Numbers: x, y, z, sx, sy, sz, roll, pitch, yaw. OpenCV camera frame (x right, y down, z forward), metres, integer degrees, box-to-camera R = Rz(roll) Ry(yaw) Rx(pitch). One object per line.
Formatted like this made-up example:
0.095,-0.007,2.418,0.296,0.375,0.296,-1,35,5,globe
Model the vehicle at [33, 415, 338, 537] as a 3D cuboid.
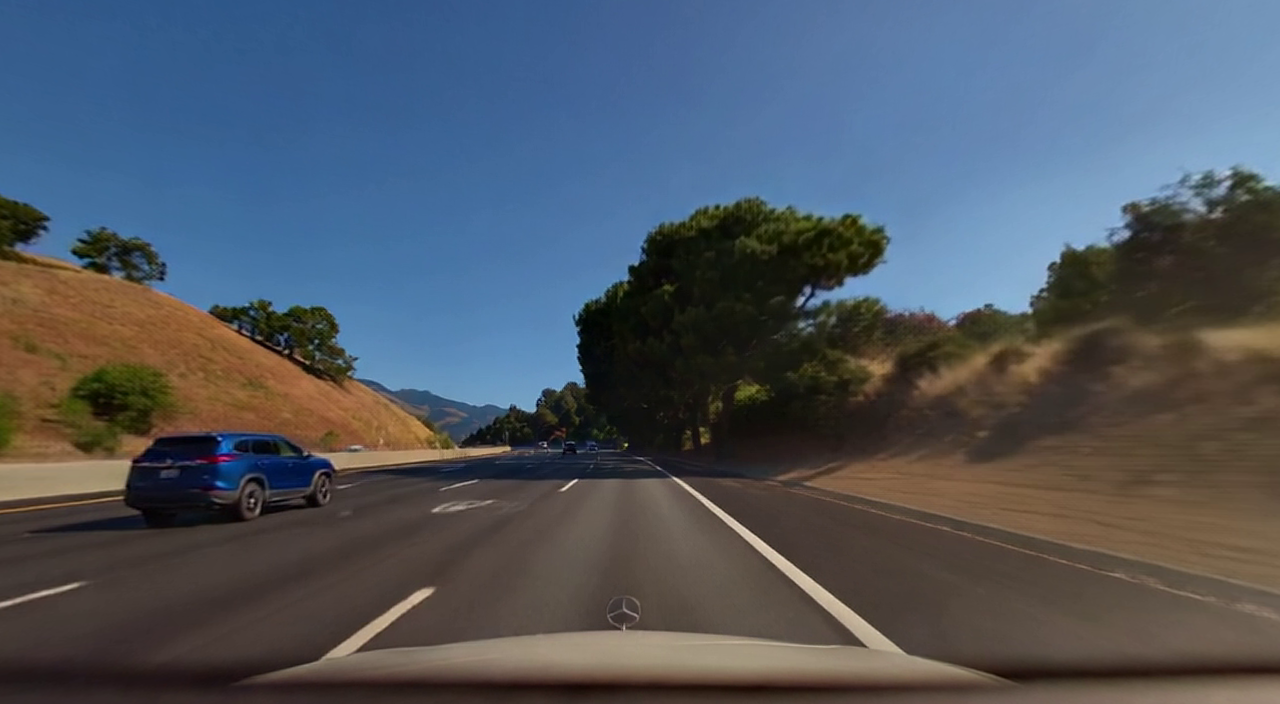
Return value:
-7.531,2.095,11.249,2.046,1.712,4.533,0,-8,0,vehicle
